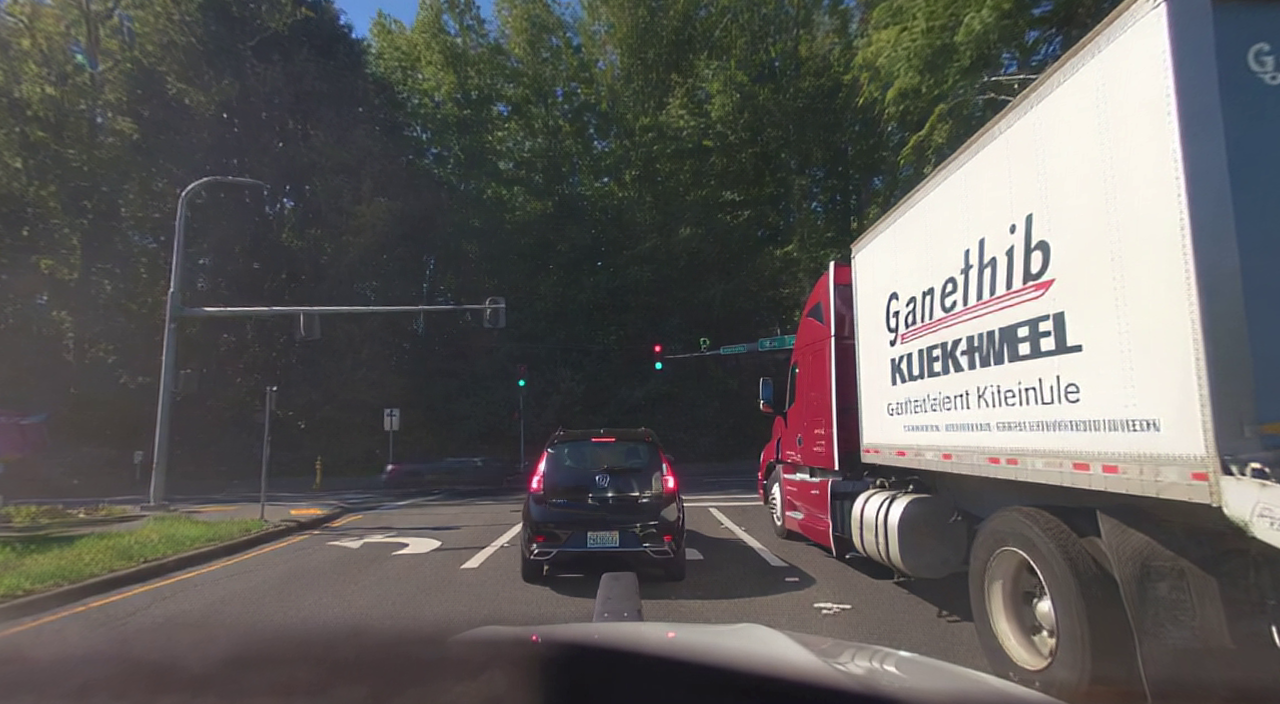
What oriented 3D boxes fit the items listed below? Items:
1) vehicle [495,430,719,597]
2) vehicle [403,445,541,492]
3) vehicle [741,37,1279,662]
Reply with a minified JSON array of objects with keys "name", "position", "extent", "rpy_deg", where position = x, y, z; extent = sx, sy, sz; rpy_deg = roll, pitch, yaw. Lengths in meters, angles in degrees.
[{"name":"vehicle","position":[-0.329,1.709,7.424],"extent":[1.975,1.457,3.526],"rpy_deg":[0,-9,-1]},{"name":"vehicle","position":[-6.242,4.376,23.989],"extent":[4.839,1.659,1.877],"rpy_deg":[1,-9,-8]},{"name":"vehicle","position":[3.515,0.595,8.575],"extent":[2.884,3.753,9.763],"rpy_deg":[0,-9,2]}]
